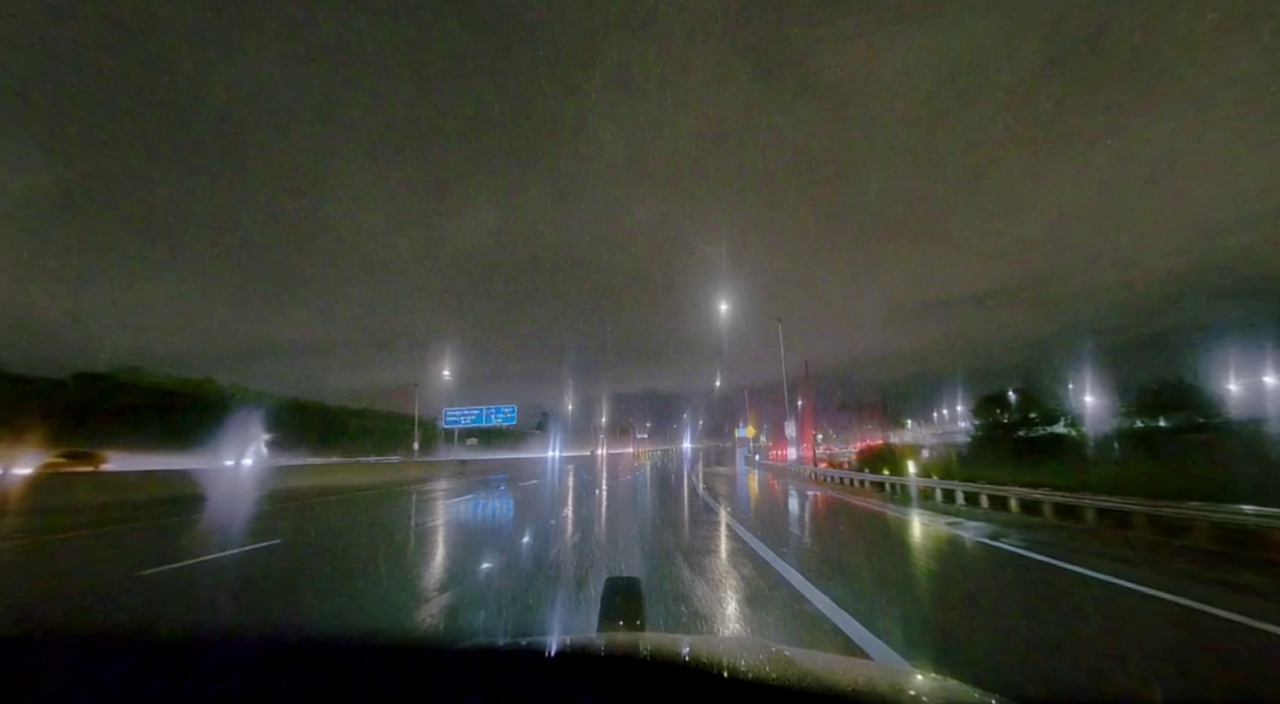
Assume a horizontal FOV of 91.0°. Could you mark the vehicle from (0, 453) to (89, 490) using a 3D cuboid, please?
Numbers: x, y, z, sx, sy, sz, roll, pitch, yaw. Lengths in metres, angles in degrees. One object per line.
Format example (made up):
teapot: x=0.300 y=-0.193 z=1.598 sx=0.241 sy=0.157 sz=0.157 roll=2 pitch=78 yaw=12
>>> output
vehicle: x=-26.251 y=5.047 z=26.852 sx=1.701 sy=1.455 sz=4.012 roll=-1 pitch=-9 yaw=3

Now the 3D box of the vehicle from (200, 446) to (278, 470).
vehicle: x=-28.845 y=7.615 z=45.534 sx=2.162 sy=1.616 sz=4.951 roll=-1 pitch=-9 yaw=4
